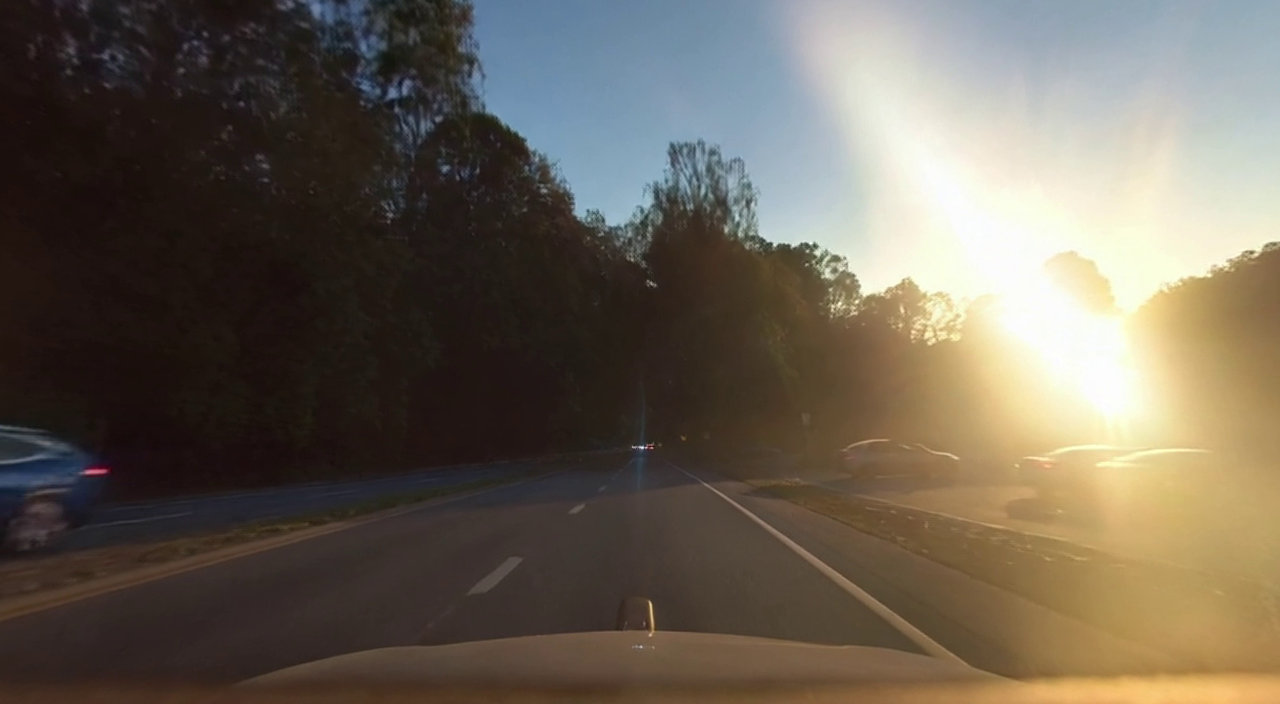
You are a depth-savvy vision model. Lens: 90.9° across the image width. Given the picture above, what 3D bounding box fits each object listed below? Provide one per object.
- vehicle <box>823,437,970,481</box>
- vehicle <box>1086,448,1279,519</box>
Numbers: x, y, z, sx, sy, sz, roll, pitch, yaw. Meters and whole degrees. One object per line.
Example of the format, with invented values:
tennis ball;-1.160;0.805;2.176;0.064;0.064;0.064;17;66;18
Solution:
vehicle;10.556;4.438;26.241;5.118;1.701;2.175;0;-9;-2
vehicle;12.943;2.875;14.082;4.438;1.444;1.900;0;-8;1
